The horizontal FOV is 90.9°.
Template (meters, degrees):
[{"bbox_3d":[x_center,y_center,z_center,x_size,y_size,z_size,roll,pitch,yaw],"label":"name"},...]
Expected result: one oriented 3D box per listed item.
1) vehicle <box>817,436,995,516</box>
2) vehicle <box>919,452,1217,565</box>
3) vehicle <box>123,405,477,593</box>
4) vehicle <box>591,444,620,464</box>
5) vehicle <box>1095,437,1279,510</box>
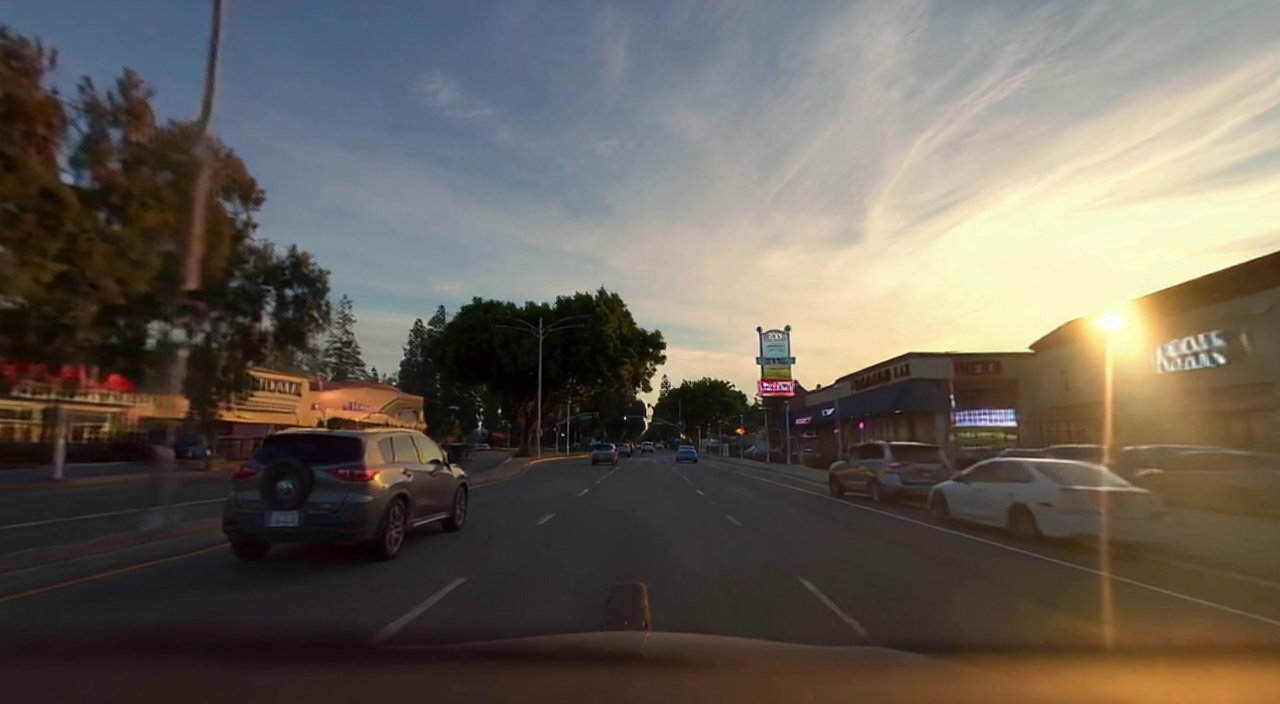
[{"bbox_3d":[6.855,3.255,17.277,2.335,1.790,5.991,0,-9,1],"label":"vehicle"},{"bbox_3d":[6.629,2.416,10.592,1.888,1.425,4.547,0,-9,1],"label":"vehicle"},{"bbox_3d":[-3.528,1.594,7.609,1.983,1.635,3.957,0,-9,1],"label":"vehicle"},{"bbox_3d":[-2.628,7.928,49.086,2.005,1.446,4.265,0,-9,1],"label":"vehicle"},{"bbox_3d":[15.104,3.045,16.086,5.326,1.690,2.007,-8,-12,42],"label":"vehicle"}]
